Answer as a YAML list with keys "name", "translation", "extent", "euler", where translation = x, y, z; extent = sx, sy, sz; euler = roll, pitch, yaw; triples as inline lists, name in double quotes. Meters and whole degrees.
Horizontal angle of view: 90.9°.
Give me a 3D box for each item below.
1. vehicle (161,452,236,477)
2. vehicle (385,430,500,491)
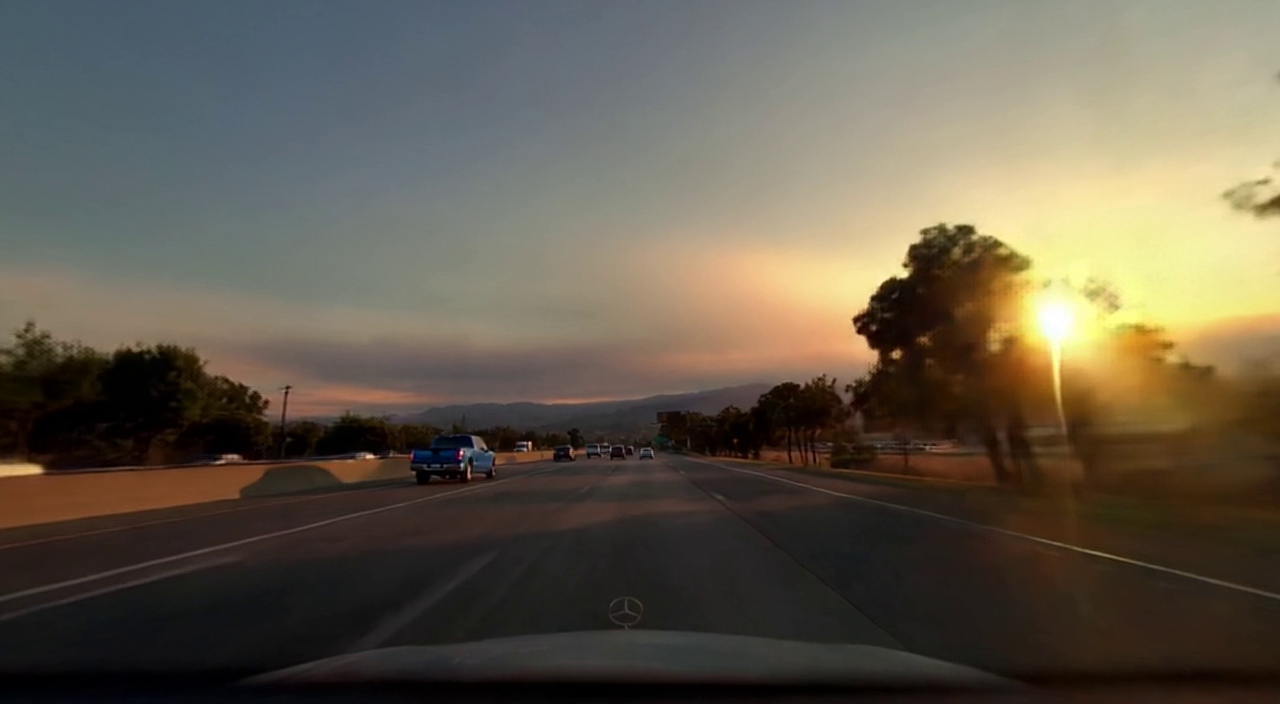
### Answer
- name: "vehicle"
  translation: [-33.084, 8.439, 47.487]
  extent: [1.997, 1.730, 4.951]
  euler: [0, -8, 1]
- name: "vehicle"
  translation: [-6.917, 3.874, 22.999]
  extent: [2.156, 1.911, 5.956]
  euler: [0, -8, 1]
